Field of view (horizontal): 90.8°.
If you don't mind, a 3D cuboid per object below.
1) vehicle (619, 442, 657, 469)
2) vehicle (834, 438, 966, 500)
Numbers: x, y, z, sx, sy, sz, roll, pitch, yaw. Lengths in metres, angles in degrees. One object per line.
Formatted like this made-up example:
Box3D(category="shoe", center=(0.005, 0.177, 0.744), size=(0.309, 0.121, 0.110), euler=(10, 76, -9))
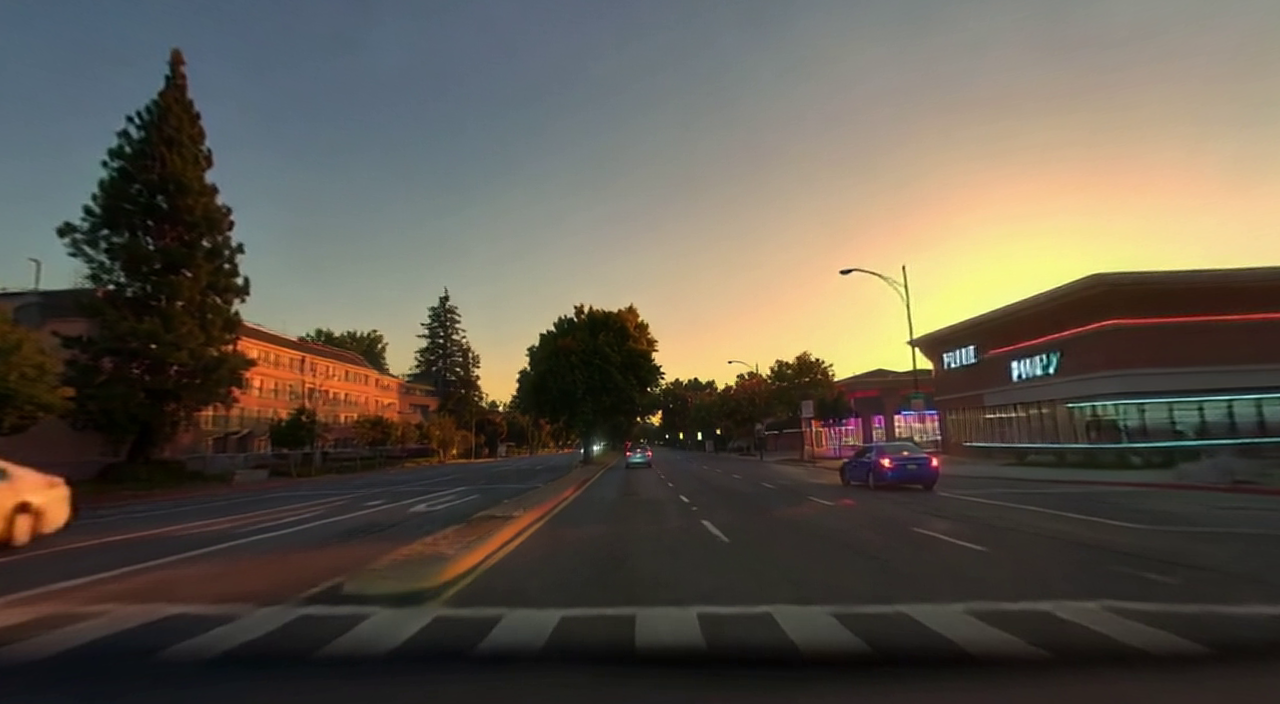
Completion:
Box3D(category="vehicle", center=(-0.158, 5.960, 36.632), size=(2.027, 1.494, 3.942), euler=(0, -8, -1))
Box3D(category="vehicle", center=(6.847, 3.083, 17.185), size=(1.849, 1.464, 4.119), euler=(0, -8, 0))
